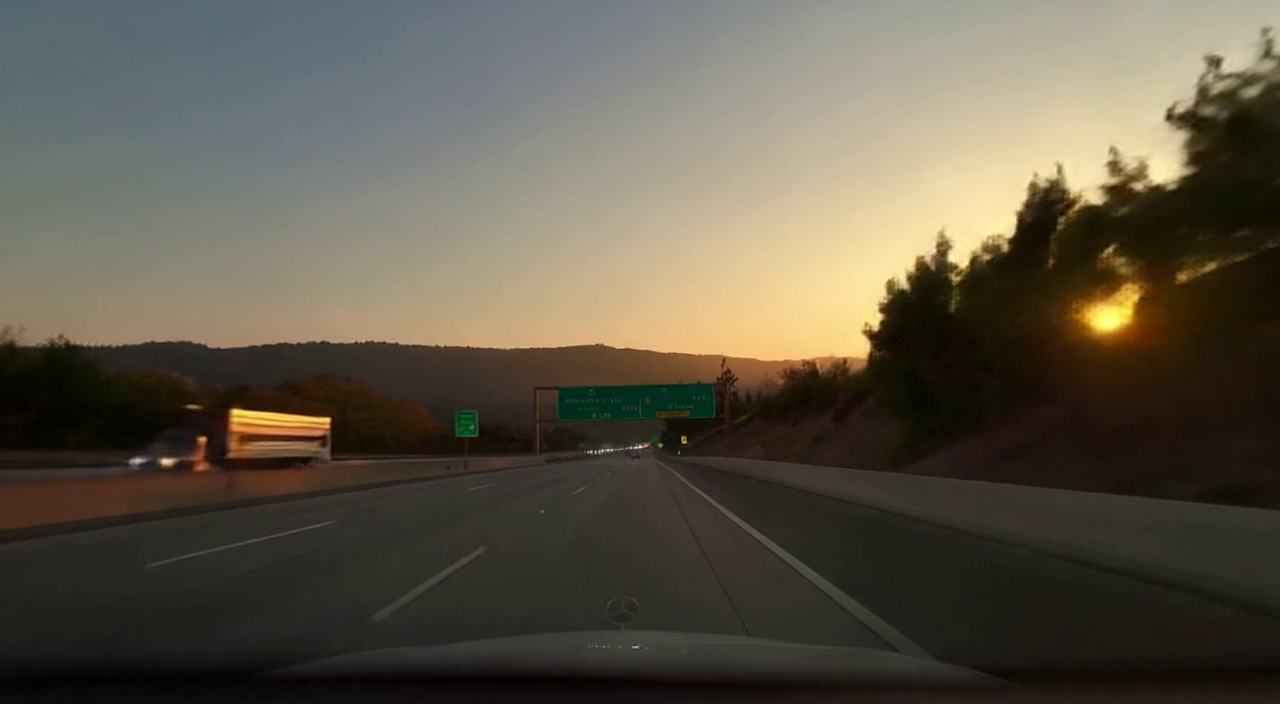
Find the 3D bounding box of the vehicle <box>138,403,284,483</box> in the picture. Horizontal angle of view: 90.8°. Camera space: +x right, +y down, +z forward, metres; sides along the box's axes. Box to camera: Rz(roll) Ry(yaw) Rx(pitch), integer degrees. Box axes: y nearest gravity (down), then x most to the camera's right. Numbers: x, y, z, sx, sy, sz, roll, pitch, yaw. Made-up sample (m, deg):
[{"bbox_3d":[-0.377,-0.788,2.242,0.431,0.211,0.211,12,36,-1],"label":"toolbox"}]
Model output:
[{"bbox_3d":[-22.900,4.956,34.225,3.231,3.906,6.300,0,-9,1],"label":"vehicle"}]
